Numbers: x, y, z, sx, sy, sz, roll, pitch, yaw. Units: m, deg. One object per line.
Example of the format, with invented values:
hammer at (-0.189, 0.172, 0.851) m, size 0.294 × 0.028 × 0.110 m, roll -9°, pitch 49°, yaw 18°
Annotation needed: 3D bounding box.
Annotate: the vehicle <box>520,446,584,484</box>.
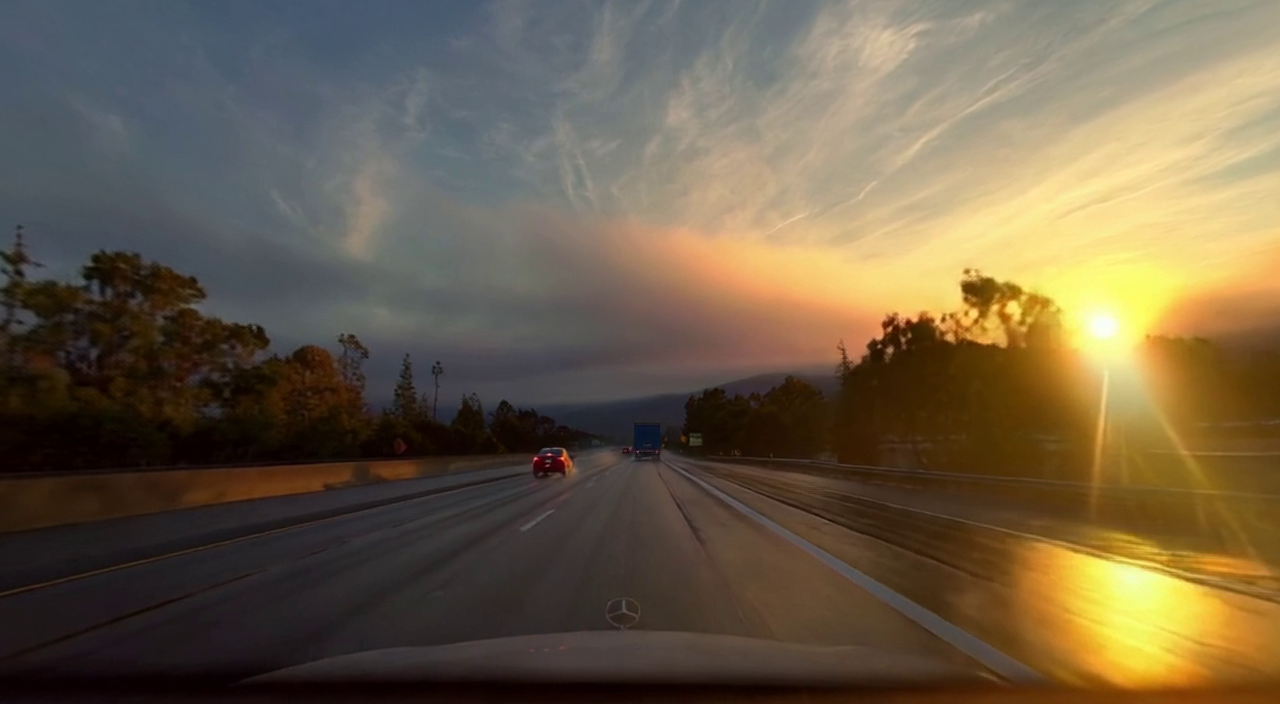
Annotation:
vehicle at (-3.872, 5.073, 28.716) m, size 1.999 × 1.533 × 4.870 m, roll -1°, pitch -9°, yaw 3°
